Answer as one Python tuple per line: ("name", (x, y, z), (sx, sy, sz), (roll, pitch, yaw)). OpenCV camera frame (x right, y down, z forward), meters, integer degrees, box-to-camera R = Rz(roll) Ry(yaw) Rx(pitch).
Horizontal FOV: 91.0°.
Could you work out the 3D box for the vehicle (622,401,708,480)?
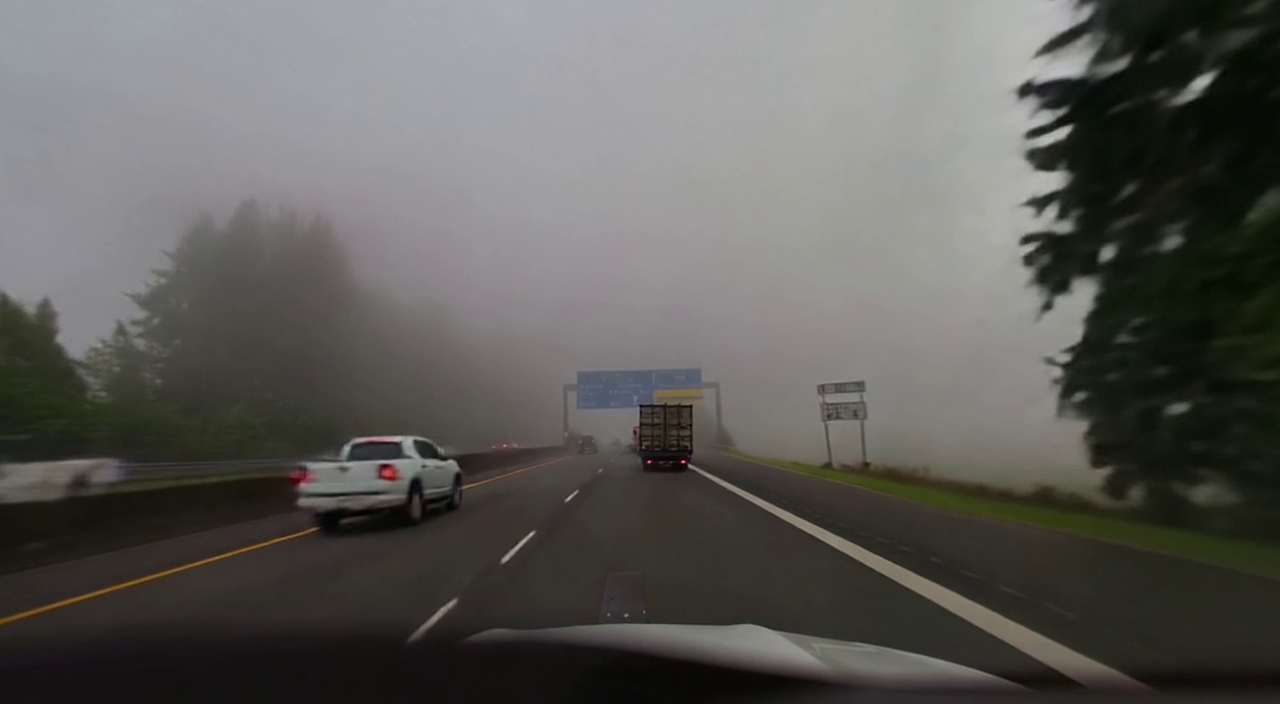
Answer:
("vehicle", (0.692, 3.209, 22.767), (2.677, 2.439, 6.402), (0, -8, -1))
